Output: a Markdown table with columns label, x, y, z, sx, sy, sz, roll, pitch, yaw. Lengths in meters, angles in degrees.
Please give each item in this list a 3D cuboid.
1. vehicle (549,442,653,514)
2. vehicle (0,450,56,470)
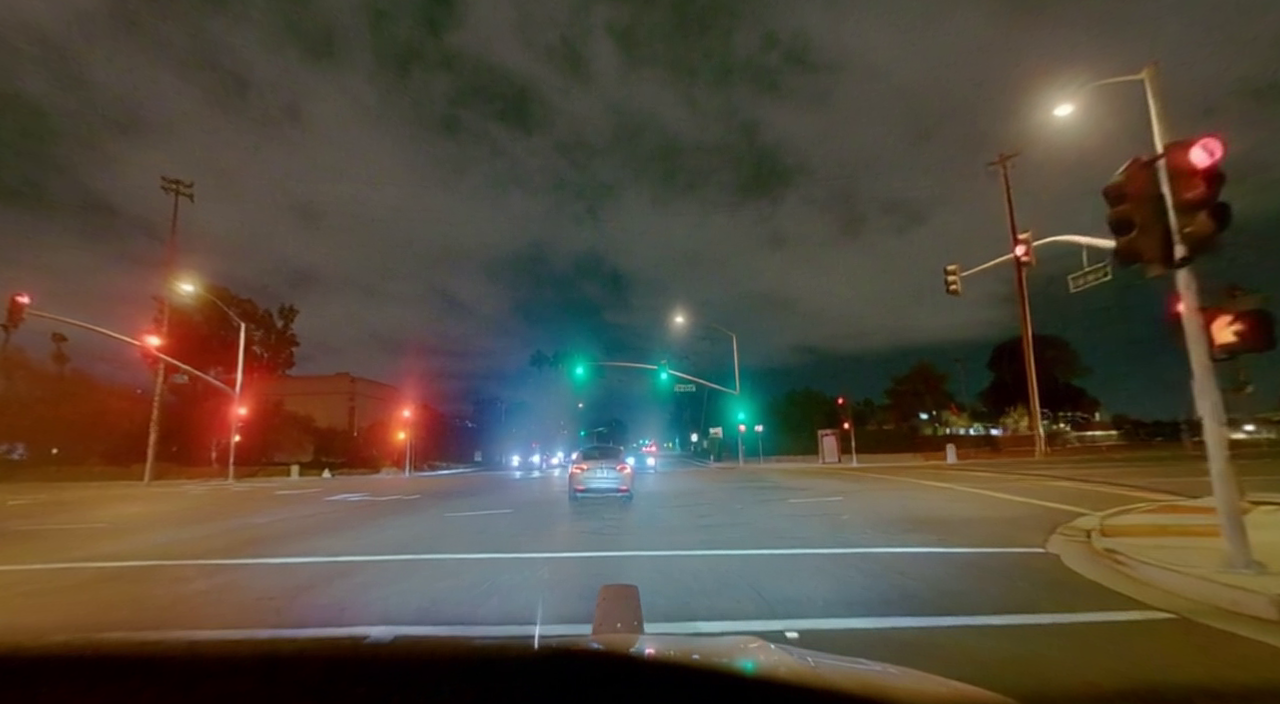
| label | x | y | z | sx | sy | sz | roll | pitch | yaw |
| --- | --- | --- | --- | --- | --- | --- | --- | --- | --- |
| vehicle | -0.858 | 2.953 | 15.351 | 2.152 | 1.478 | 4.229 | 0 | -8 | -1 |
| vehicle | -46.578 | 8.182 | 48.064 | 1.792 | 1.458 | 4.159 | 3 | -9 | -22 |
